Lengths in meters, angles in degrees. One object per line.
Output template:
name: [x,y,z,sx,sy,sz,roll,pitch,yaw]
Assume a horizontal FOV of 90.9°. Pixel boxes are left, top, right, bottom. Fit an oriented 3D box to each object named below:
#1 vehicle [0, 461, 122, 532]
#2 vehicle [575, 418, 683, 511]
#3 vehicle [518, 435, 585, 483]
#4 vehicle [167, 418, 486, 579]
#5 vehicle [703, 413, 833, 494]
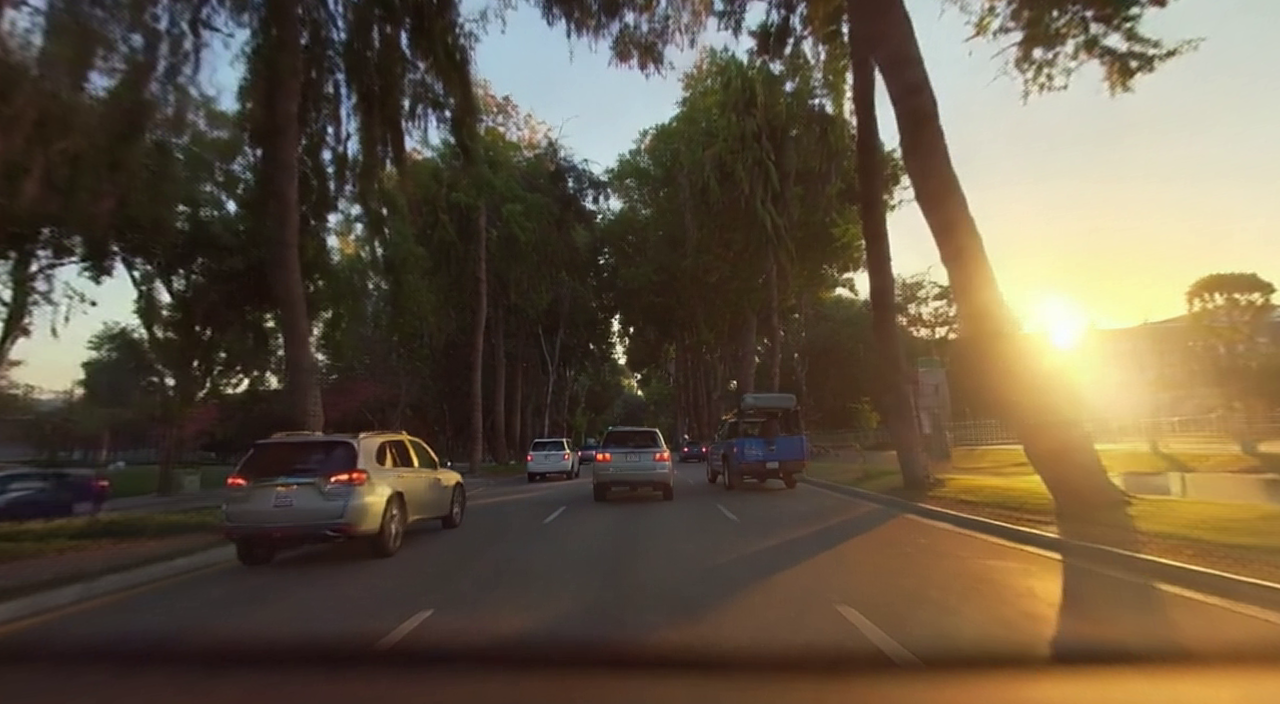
vehicle: [-14.789,3.286,14.390,2.001,1.441,4.488,0,-8,2]
vehicle: [-0.181,2.471,14.243,2.075,1.770,4.018,0,-8,1]
vehicle: [-3.261,4.014,23.904,1.894,1.642,3.861,0,-8,1]
vehicle: [-3.780,1.840,8.821,1.959,1.614,4.676,0,-8,1]
vehicle: [3.581,3.045,19.206,2.655,2.054,6.098,0,-8,0]
